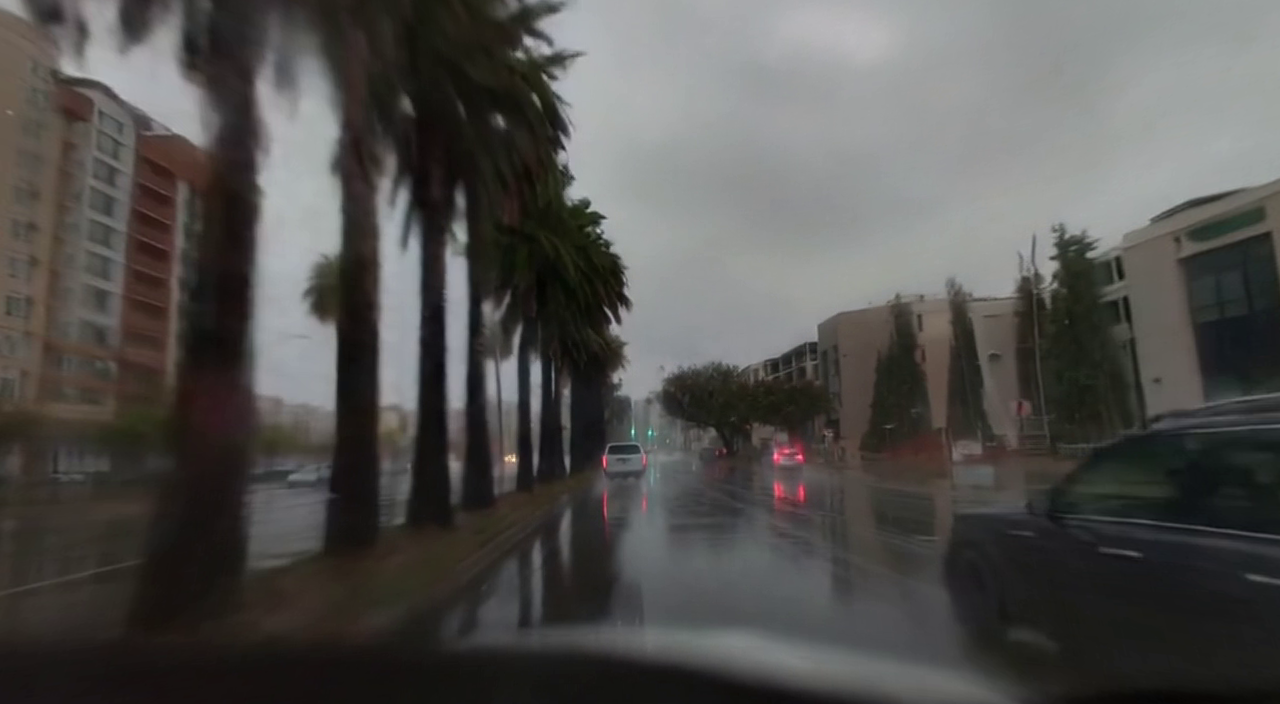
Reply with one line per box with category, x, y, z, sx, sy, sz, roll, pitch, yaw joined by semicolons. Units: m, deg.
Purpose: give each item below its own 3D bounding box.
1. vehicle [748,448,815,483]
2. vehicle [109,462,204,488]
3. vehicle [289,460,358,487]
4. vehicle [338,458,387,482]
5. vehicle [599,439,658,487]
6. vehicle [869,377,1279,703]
vehicle;6.572;5.302;29.821;1.975;1.483;4.769;0;-9;-2
vehicle;-30.214;7.711;39.413;4.400;1.474;1.732;1;-9;-1
vehicle;-19.558;7.513;39.127;1.920;1.505;4.351;0;-9;1
vehicle;-19.761;8.383;44.923;1.753;1.600;4.040;0;-9;-2
vehicle;-0.489;4.627;26.520;2.277;1.816;4.192;0;-9;-1
vehicle;3.082;1.023;2.898;2.195;1.590;4.668;0;-9;-1
